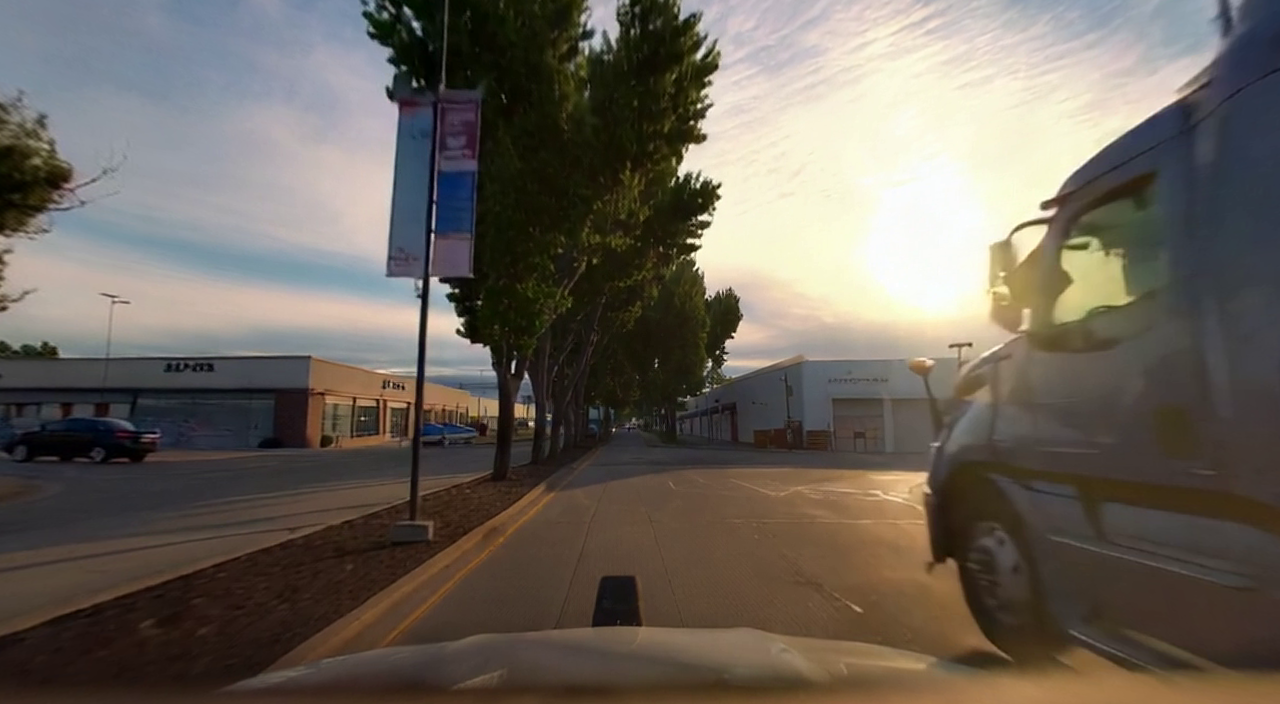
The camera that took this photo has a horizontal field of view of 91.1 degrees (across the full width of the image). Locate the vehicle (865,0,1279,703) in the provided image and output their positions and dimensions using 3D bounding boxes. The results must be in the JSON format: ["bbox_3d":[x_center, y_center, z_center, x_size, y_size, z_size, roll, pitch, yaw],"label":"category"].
[{"bbox_3d":[3.049,-0.550,1.103,3.000,3.950,5.876,1,-7,-1],"label":"vehicle"}]

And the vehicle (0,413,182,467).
[{"bbox_3d":[-16.985,2.702,19.393,4.248,1.511,1.881,-1,-7,2],"label":"vehicle"}]
